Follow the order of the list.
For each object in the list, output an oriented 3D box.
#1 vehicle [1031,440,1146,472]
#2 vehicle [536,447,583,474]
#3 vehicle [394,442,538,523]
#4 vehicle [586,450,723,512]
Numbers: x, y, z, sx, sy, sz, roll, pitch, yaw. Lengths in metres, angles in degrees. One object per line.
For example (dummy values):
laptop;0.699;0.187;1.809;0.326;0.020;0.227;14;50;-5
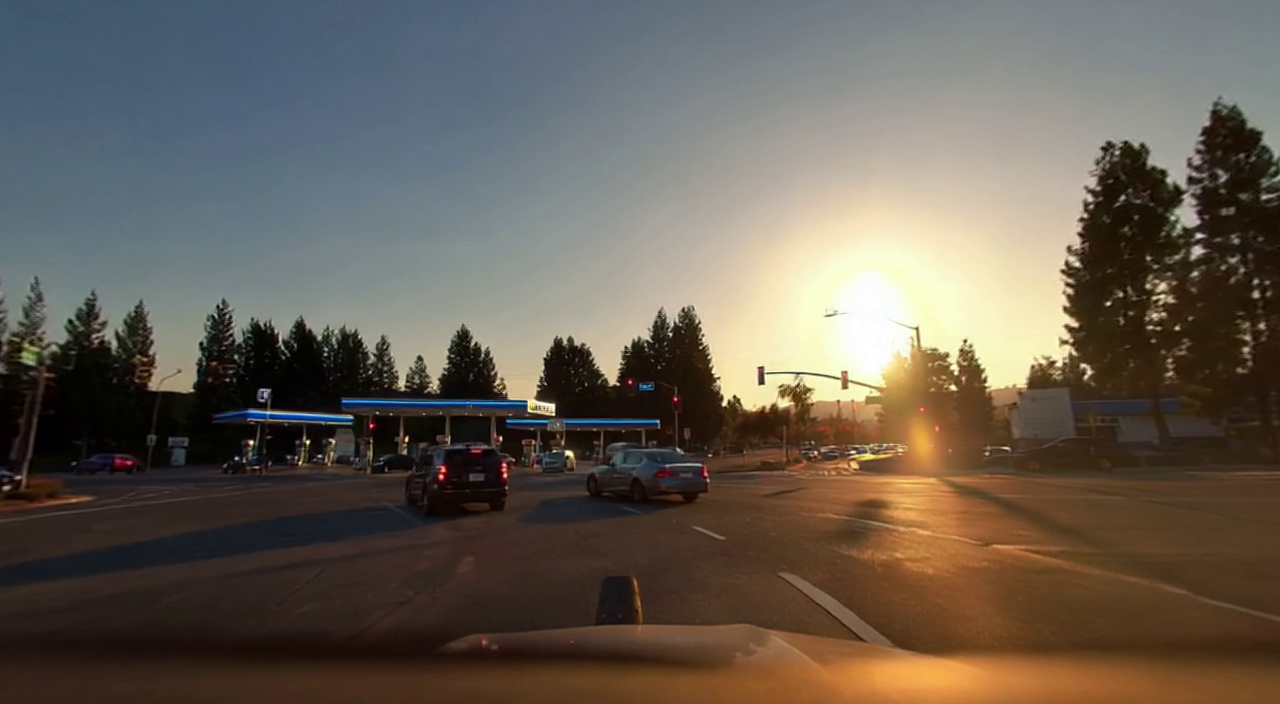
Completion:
vehicle;26.237;6.118;37.183;4.952;1.745;2.184;-3;-9;15
vehicle;-6.004;8.161;47.961;2.517;1.875;5.774;-1;-9;3
vehicle;-4.623;3.213;16.305;2.351;1.733;4.616;5;-10;-31
vehicle;0.224;3.514;17.848;1.965;1.460;4.581;4;-10;-26
